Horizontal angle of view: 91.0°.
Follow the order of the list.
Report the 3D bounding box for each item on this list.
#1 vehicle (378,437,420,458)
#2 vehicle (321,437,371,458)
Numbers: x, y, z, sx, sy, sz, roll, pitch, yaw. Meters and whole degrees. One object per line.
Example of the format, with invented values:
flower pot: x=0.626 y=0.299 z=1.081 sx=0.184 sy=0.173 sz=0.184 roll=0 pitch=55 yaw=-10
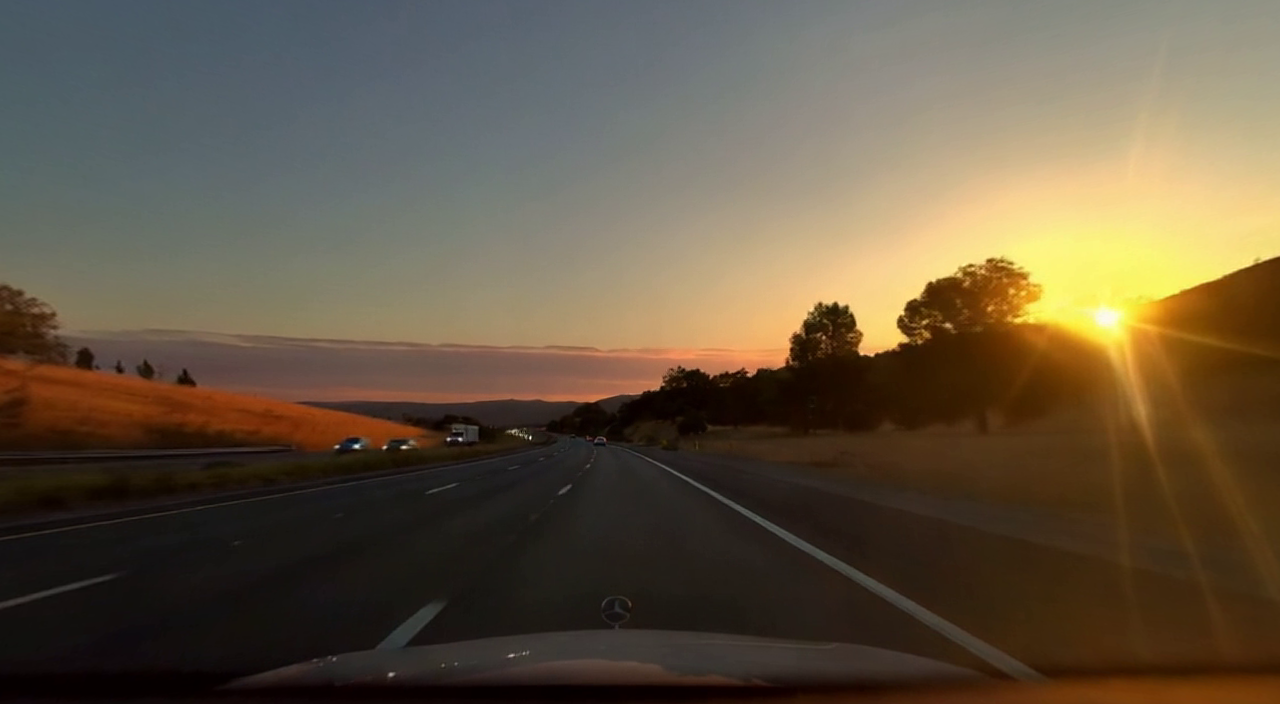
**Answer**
vehicle: x=-17.423 y=6.907 z=45.724 sx=1.714 sy=1.455 sz=3.723 roll=0 pitch=-8 yaw=-3
vehicle: x=-21.917 y=7.120 z=47.104 sx=1.806 sy=1.497 sz=4.474 roll=0 pitch=-8 yaw=-2
